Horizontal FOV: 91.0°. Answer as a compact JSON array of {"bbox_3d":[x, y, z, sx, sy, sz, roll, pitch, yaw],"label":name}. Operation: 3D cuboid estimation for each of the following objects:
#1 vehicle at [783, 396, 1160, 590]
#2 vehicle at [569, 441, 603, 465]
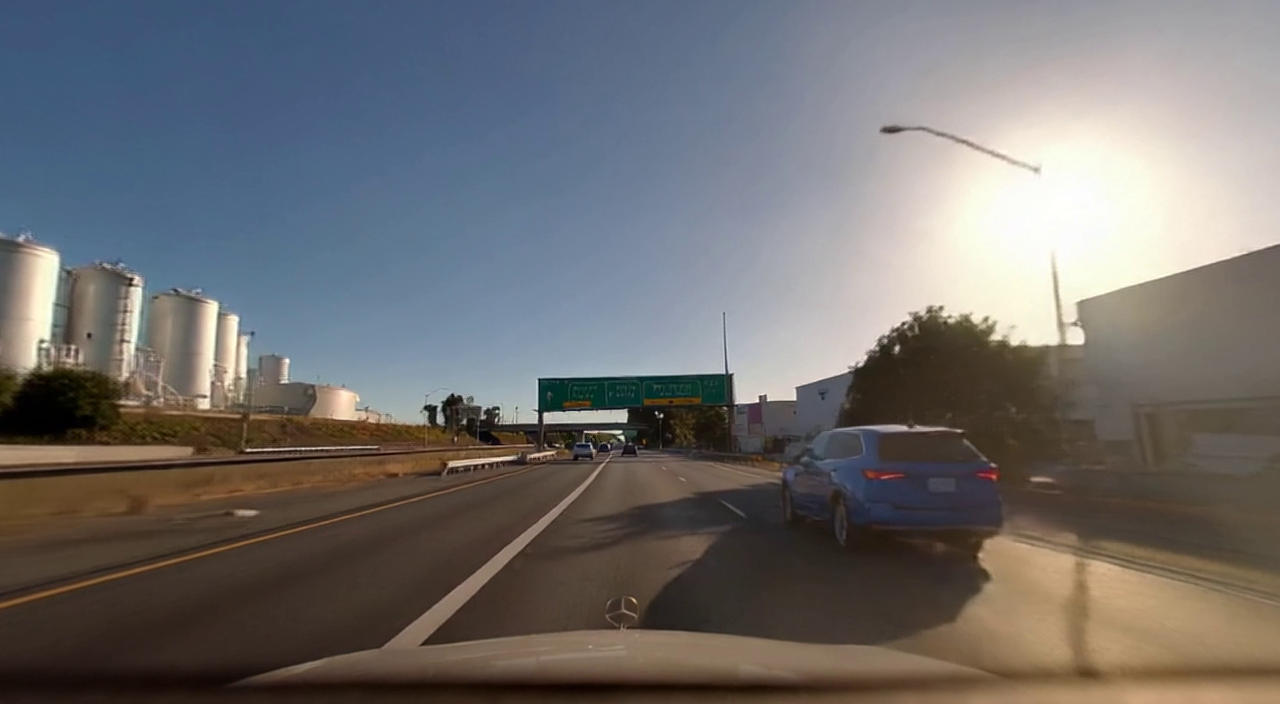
[{"bbox_3d":[3.661,1.694,8.451,2.296,1.790,5.067,0,-9,0],"label":"vehicle"},{"bbox_3d":[-3.755,7.073,44.295,2.012,1.571,4.232,0,-9,0],"label":"vehicle"}]
